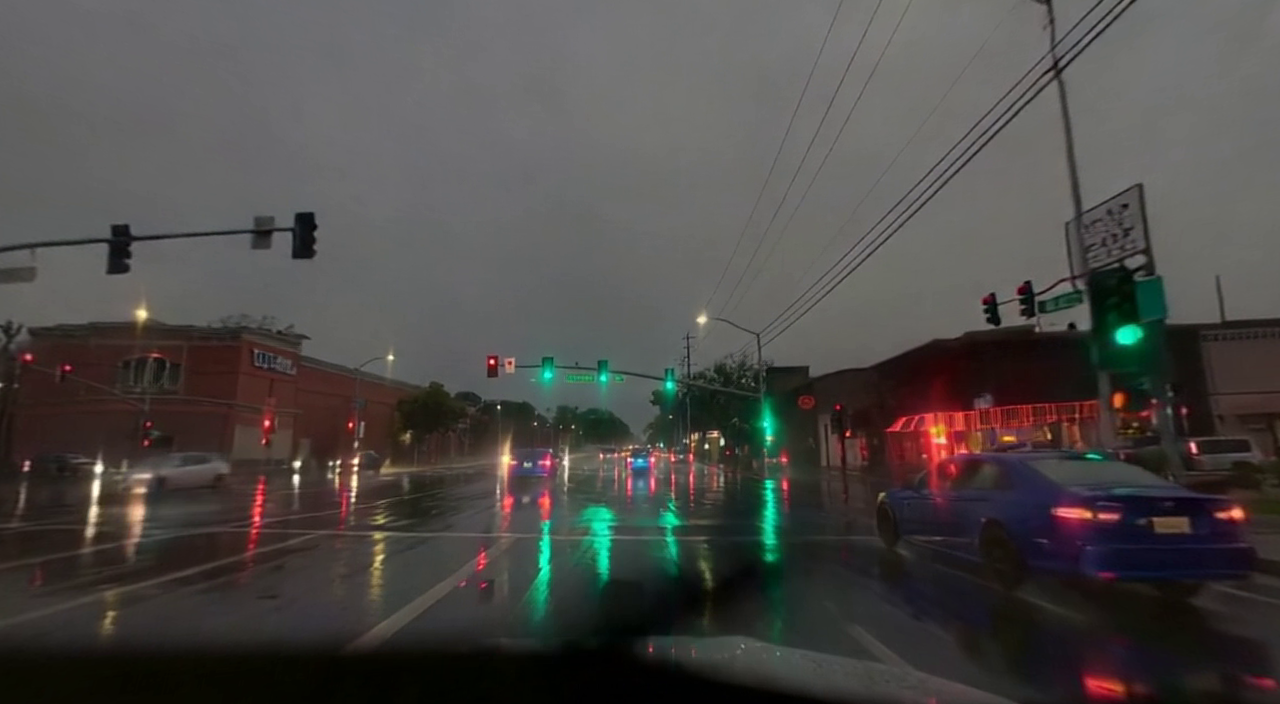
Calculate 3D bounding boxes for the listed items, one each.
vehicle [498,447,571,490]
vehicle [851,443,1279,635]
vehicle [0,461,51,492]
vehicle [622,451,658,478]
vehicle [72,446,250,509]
[{"bbox_3d":[-4.135,4.638,25.563,2.035,1.564,4.702,0,-9,1],"label":"vehicle"},{"bbox_3d":[4.417,1.836,7.471,2.119,1.479,4.910,0,-8,0],"label":"vehicle"},{"bbox_3d":[-37.059,7.200,36.574,3.931,1.653,2.134,-1,-9,7],"label":"vehicle"},{"bbox_3d":[-0.016,6.796,38.407,2.072,1.473,4.139,0,-8,-1],"label":"vehicle"},{"bbox_3d":[-13.990,3.636,18.861,1.987,1.641,4.185,0,-9,0],"label":"vehicle"}]
